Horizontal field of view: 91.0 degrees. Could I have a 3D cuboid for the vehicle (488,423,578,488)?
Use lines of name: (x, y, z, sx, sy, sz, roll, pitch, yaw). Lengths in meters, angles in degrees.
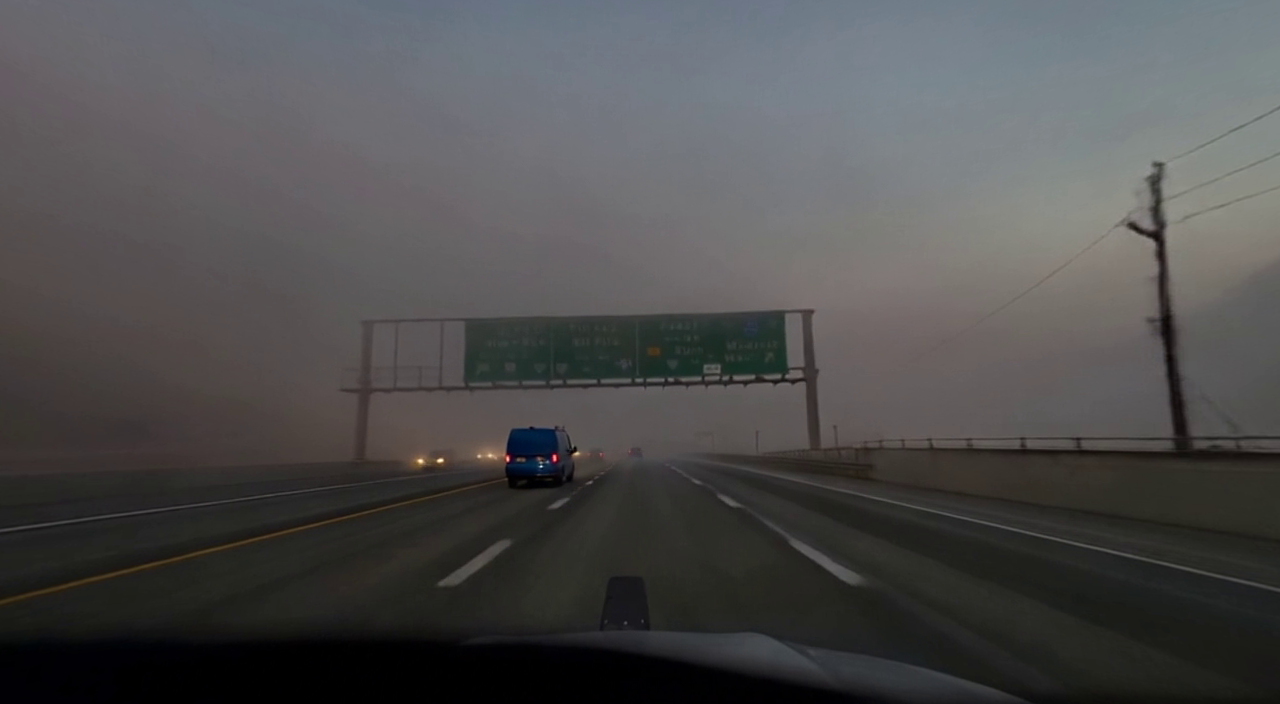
vehicle: (-3.561, 3.557, 21.938, 2.281, 2.025, 4.586, 0, -8, 0)
